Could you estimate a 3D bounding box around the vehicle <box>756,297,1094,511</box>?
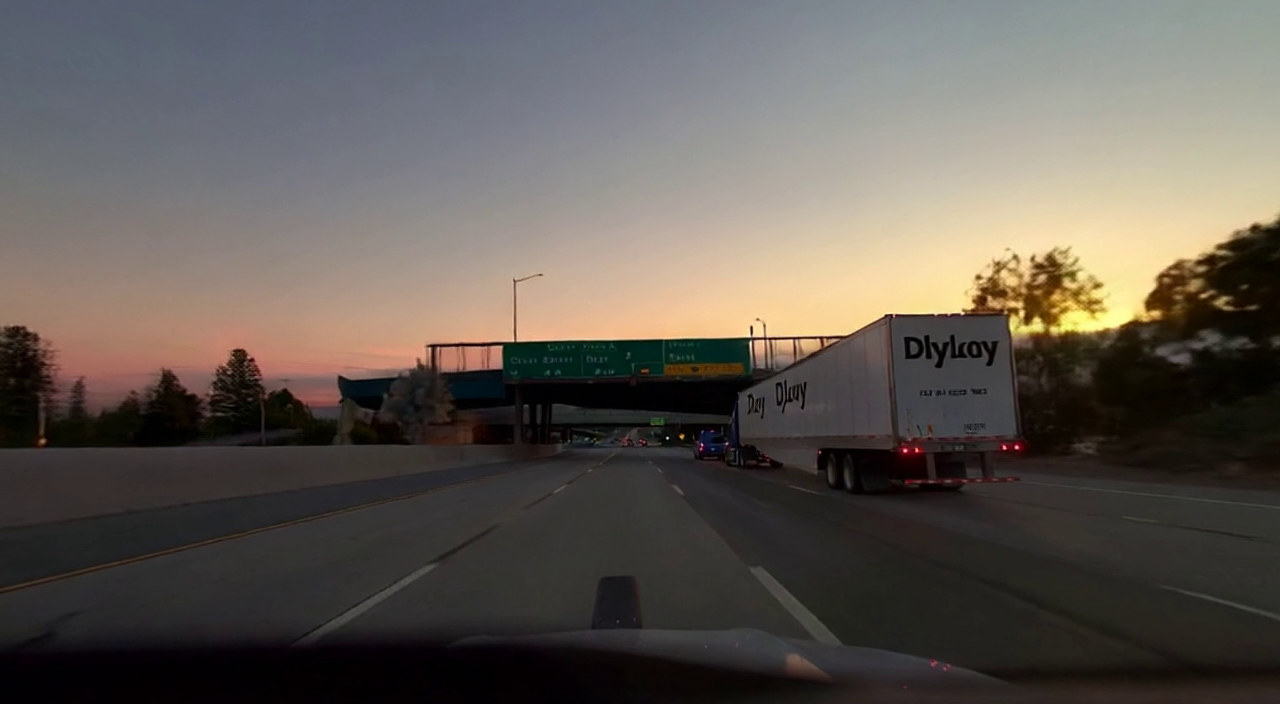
[{"bbox_3d":[6.701,2.086,19.757,2.962,3.947,16.241,0,-8,0],"label":"vehicle"}]
